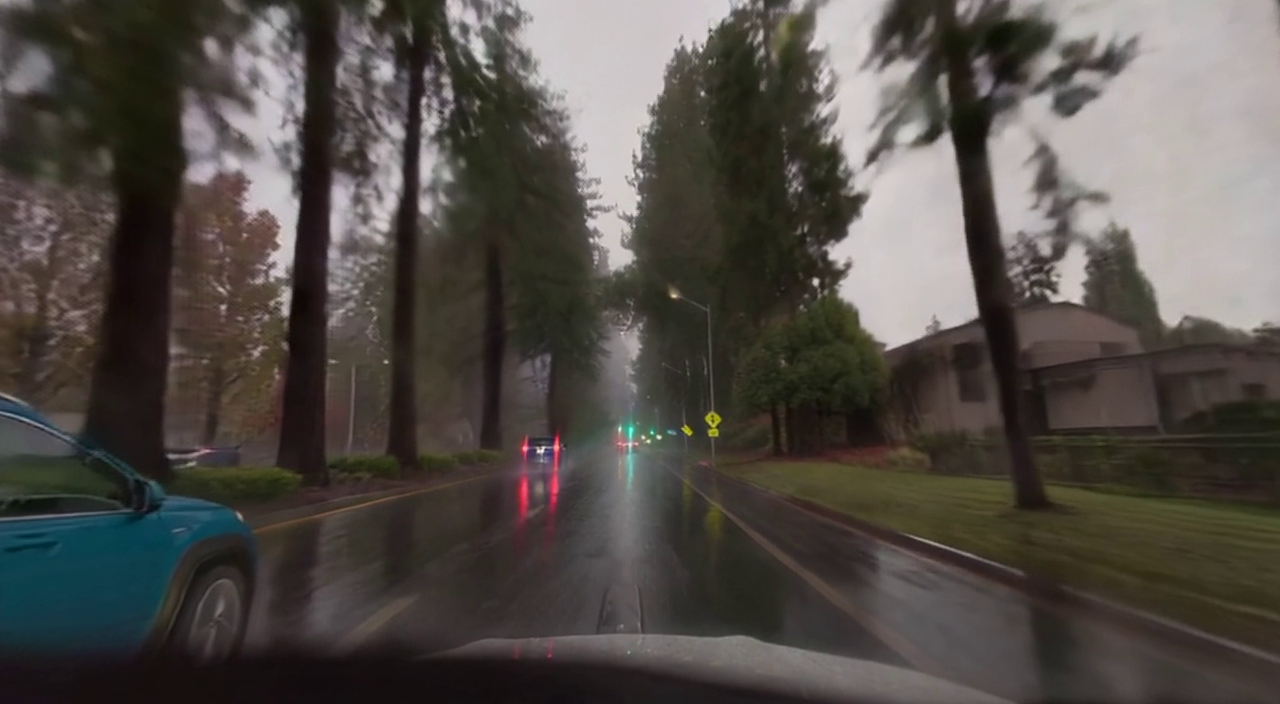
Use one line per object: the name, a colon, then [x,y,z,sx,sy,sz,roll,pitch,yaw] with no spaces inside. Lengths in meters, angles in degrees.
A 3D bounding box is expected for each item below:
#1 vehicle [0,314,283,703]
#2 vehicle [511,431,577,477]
vehicle: [-3.424,0.680,1.953,2.152,1.731,4.335,0,-8,-1]
vehicle: [-3.859,4.169,26.162,2.078,1.748,4.279,0,-8,0]
